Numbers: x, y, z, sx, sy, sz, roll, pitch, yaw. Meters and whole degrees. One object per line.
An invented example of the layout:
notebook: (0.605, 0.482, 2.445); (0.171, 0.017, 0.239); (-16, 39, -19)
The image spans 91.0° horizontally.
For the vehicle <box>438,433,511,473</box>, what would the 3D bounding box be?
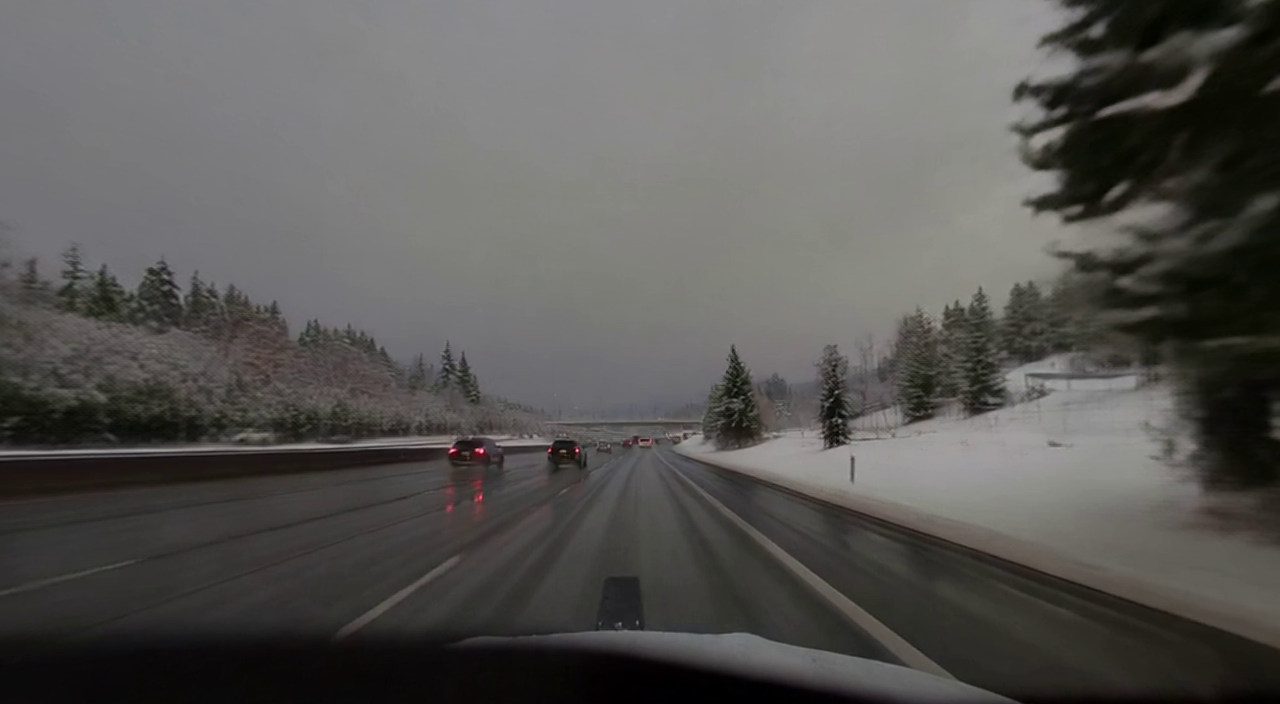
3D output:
vehicle: (-7.603, 4.717, 29.478); (2.108, 1.686, 4.556); (0, -8, 1)

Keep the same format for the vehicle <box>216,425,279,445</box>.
vehicle: (-30.027, 6.414, 48.342); (2.019, 1.484, 4.332); (0, -8, 1)

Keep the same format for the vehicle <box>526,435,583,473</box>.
vehicle: (-4.039, 4.898, 30.544); (2.035, 1.673, 4.469); (0, -8, 2)
